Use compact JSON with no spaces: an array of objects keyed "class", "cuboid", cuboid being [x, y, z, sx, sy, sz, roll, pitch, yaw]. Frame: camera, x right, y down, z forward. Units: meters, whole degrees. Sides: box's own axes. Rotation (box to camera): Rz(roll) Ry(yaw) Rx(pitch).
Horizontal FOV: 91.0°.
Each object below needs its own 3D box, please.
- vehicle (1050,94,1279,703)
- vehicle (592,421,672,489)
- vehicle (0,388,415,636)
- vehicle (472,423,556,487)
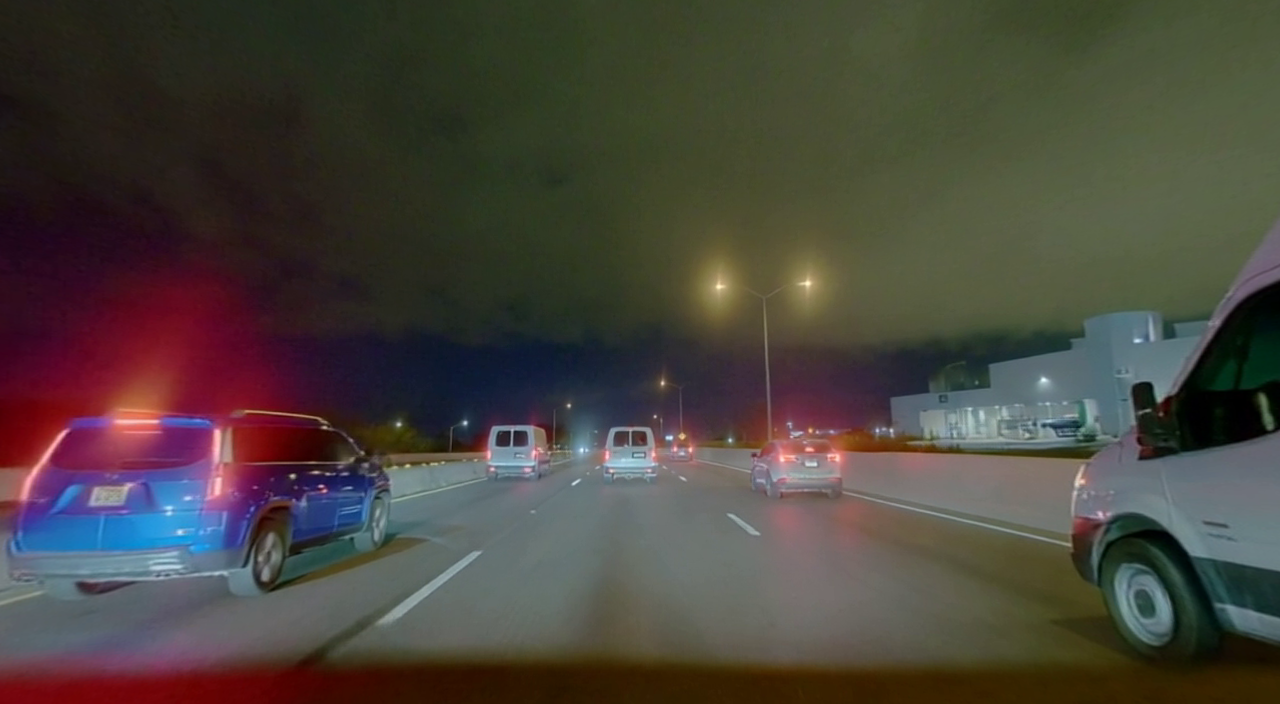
[{"class":"vehicle","cuboid":[3.939,0.018,1.090,2.427,2.652,5.769,0,-8,-1]},{"class":"vehicle","cuboid":[-0.292,3.285,20.354,2.304,1.925,4.282,0,-8,-2]},{"class":"vehicle","cuboid":[-4.117,1.414,6.593,1.972,1.703,4.333,0,-8,-1]},{"class":"vehicle","cuboid":[-4.182,3.502,21.673,2.038,1.936,4.300,0,-8,-1]}]
